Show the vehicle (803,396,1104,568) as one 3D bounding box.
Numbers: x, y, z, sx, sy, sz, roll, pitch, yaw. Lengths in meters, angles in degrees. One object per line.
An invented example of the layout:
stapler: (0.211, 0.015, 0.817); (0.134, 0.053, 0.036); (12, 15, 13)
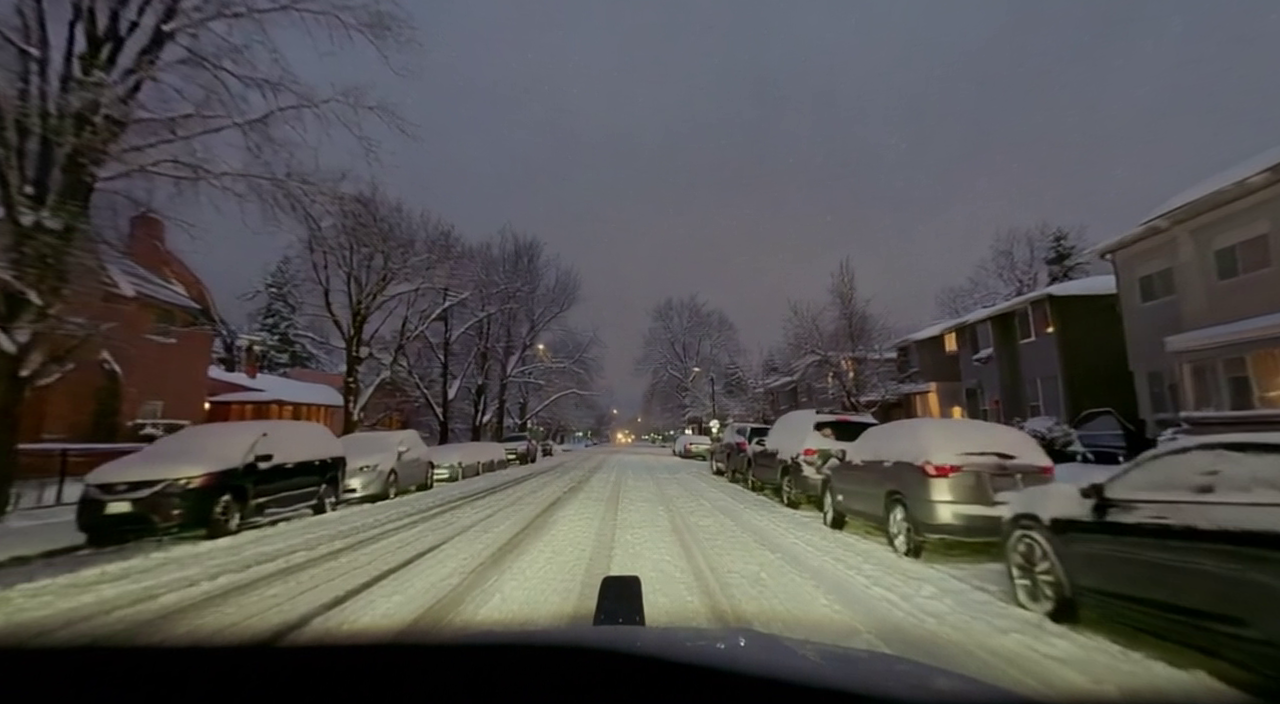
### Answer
vehicle: (3.993, 1.732, 9.181); (1.818, 1.825, 4.629); (0, -8, -2)

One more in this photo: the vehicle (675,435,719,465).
vehicle: (3.467, 6.063, 39.226); (2.101, 1.771, 4.747); (0, -8, -2)

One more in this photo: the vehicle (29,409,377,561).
vehicle: (-7.204, 2.243, 11.668); (2.195, 2.023, 6.055); (0, -8, -1)

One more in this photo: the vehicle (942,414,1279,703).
vehicle: (4.158, 1.208, 4.193); (1.877, 1.486, 4.713); (0, -8, -1)

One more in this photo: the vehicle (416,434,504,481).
vehicle: (-7.536, 4.473, 27.137); (2.042, 1.785, 5.876); (0, -8, 0)
